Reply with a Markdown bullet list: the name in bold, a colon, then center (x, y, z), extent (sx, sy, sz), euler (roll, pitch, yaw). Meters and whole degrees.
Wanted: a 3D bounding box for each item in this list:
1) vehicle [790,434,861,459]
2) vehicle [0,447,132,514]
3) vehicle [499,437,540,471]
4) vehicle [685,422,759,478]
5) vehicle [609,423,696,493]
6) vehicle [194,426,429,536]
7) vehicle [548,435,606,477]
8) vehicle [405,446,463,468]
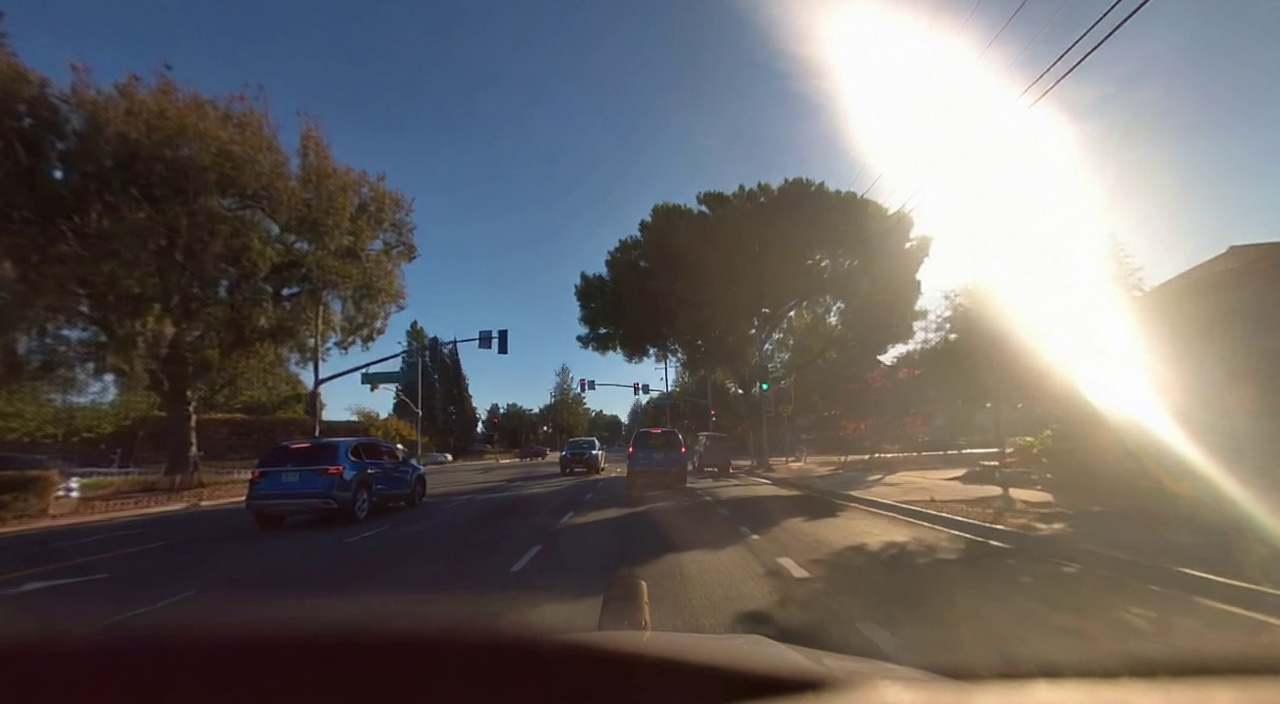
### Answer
- **vehicle**: center (14.634, 7.467, 49.952), extent (4.983, 1.560, 1.841), euler (-4, -8, 0)
- **vehicle**: center (-18.685, 3.853, 19.144), extent (4.571, 1.857, 2.172), euler (0, -9, 1)
- **vehicle**: center (-6.812, 5.693, 35.274), extent (2.108, 1.689, 4.316), euler (1, -9, -13)
- **vehicle**: center (3.281, 4.137, 26.636), extent (2.338, 2.063, 5.672), euler (0, -9, 0)
- **vehicle**: center (0.320, 3.054, 18.320), extent (2.235, 1.778, 4.178), euler (0, -9, 0)
- **vehicle**: center (-5.853, 2.345, 12.055), extent (2.052, 1.664, 4.476), euler (0, -9, 0)
- **vehicle**: center (-2.638, 4.491, 27.489), extent (2.058, 1.659, 4.514), euler (0, -9, 0)
- **vehicle**: center (-15.167, 7.672, 46.249), extent (4.460, 1.517, 1.860), euler (-6, -12, 39)
